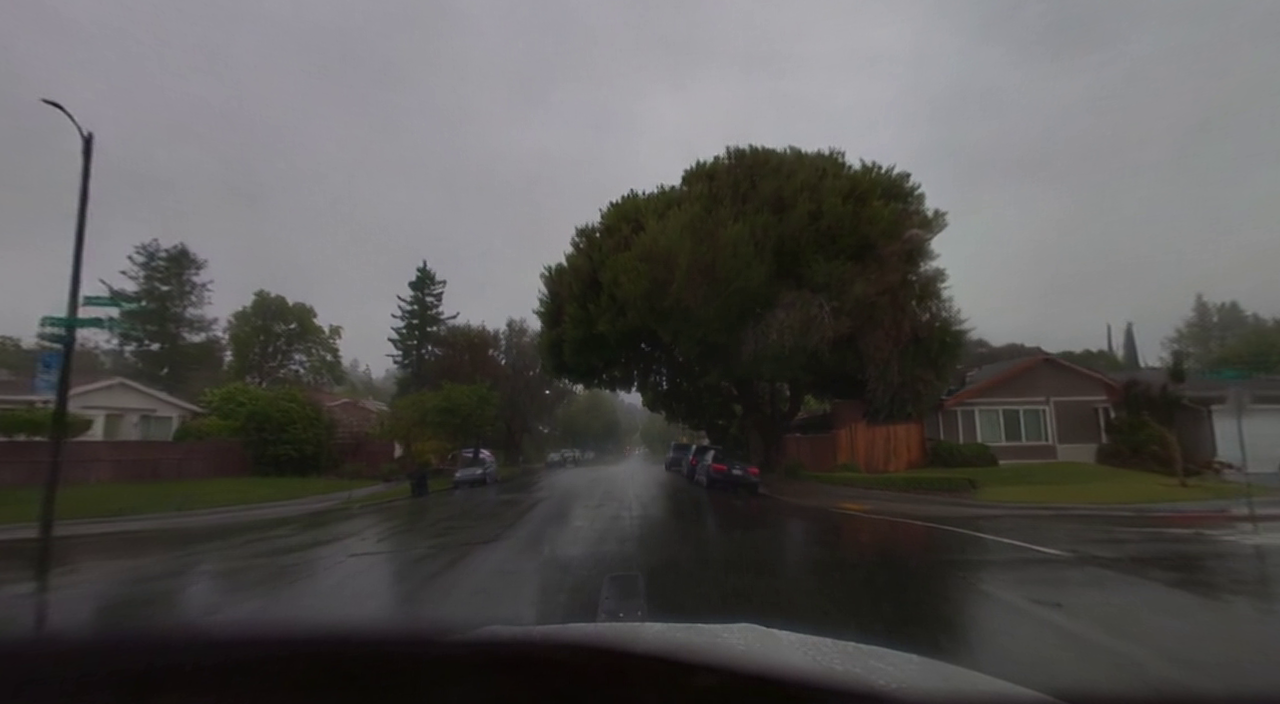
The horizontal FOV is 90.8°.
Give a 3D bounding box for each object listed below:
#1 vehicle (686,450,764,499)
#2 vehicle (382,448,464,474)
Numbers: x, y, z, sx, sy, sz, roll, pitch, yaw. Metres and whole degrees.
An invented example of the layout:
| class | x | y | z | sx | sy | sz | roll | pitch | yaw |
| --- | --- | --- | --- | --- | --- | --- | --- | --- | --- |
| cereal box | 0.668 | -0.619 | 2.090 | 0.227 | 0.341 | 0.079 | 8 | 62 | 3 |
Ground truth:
| class | x | y | z | sx | sy | sz | roll | pitch | yaw |
| --- | --- | --- | --- | --- | --- | --- | --- | --- | --- |
| vehicle | 2.790 | 4.134 | 21.703 | 1.881 | 1.487 | 4.183 | 1 | -9 | -3 |
| vehicle | -13.454 | 6.763 | 39.376 | 4.423 | 1.522 | 1.961 | 0 | -9 | -2 |
